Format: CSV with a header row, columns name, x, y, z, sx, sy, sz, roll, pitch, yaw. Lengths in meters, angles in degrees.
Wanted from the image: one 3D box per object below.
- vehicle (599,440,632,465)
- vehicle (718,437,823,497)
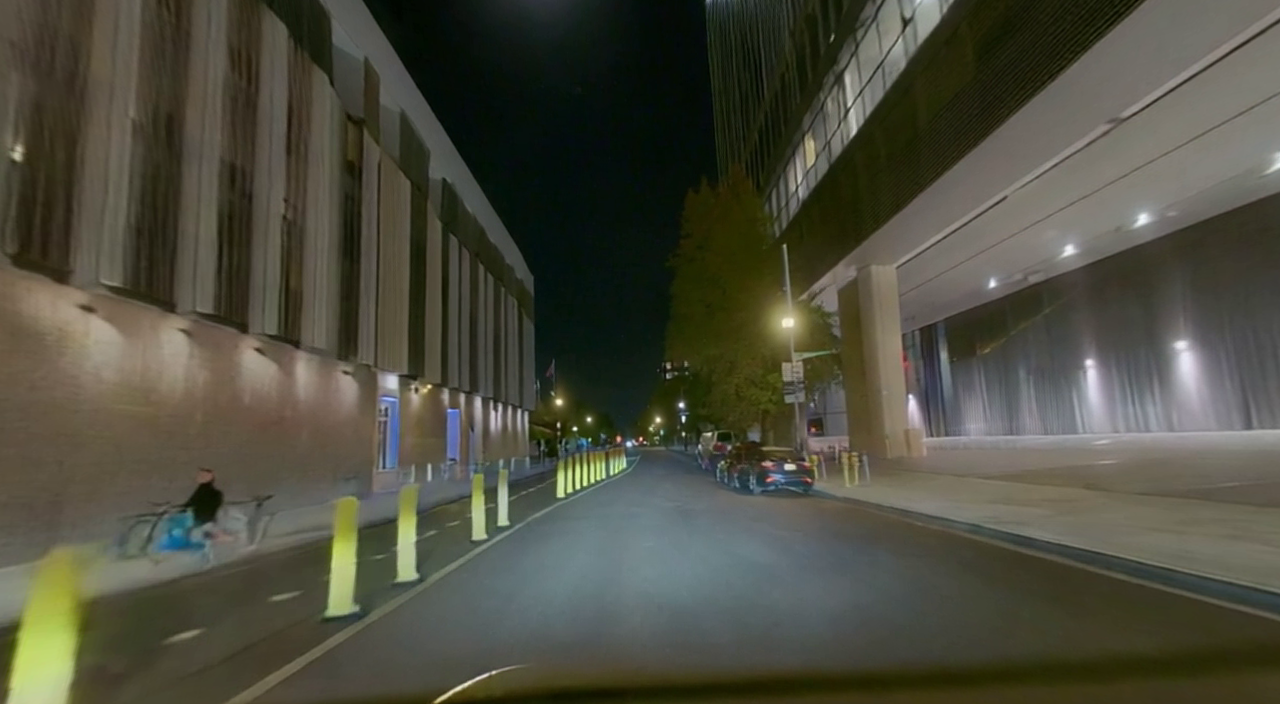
name,x,y,z,sx,sy,sz,roll,pitch,yaw
vehicle,-1.575,6.615,41.683,2.035,1.506,4.075,-1,-8,-1
vehicle,3.601,3.242,18.287,2.020,1.448,4.220,-1,-8,-1
